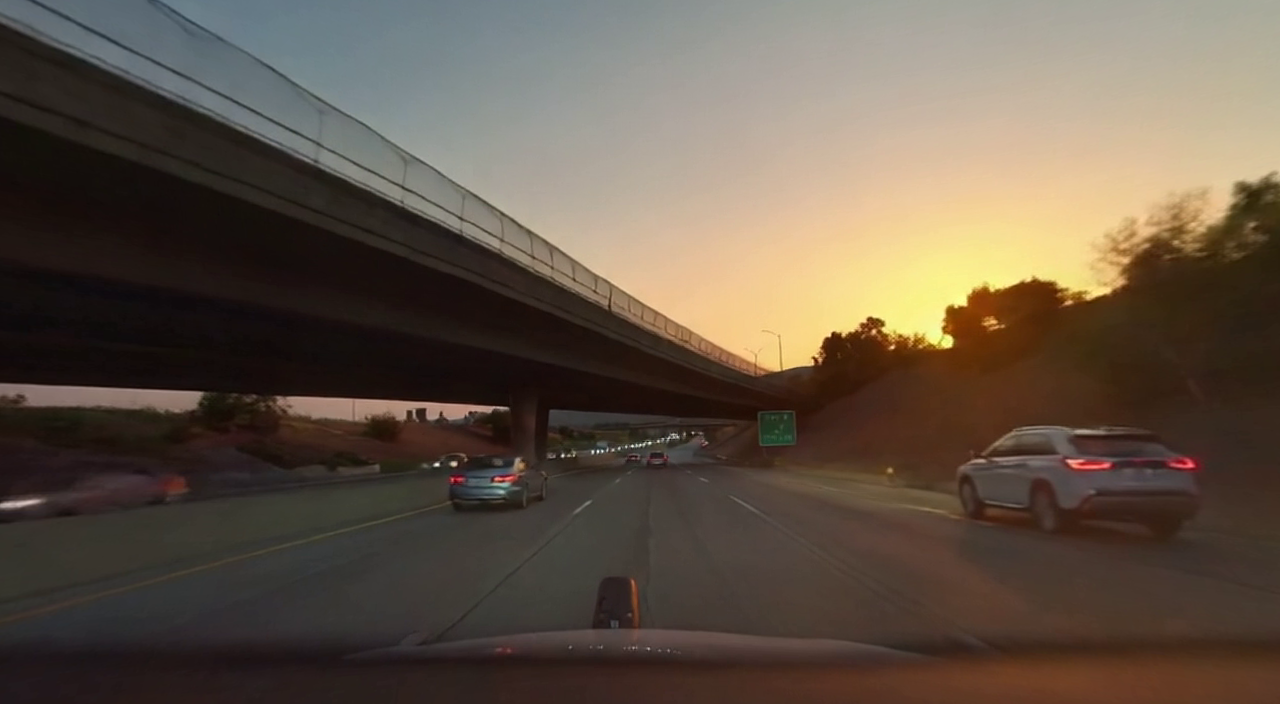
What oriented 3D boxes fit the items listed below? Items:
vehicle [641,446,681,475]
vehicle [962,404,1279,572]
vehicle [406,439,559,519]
[{"bbox_3d":[1.286,6.323,36.762,1.969,1.595,3.964,-2,-9,8],"label":"vehicle"},{"bbox_3d":[6.351,1.683,8.446,2.143,1.667,4.221,-2,-9,7],"label":"vehicle"},{"bbox_3d":[-3.526,2.921,14.978,2.084,1.594,4.219,-2,-9,8],"label":"vehicle"}]
